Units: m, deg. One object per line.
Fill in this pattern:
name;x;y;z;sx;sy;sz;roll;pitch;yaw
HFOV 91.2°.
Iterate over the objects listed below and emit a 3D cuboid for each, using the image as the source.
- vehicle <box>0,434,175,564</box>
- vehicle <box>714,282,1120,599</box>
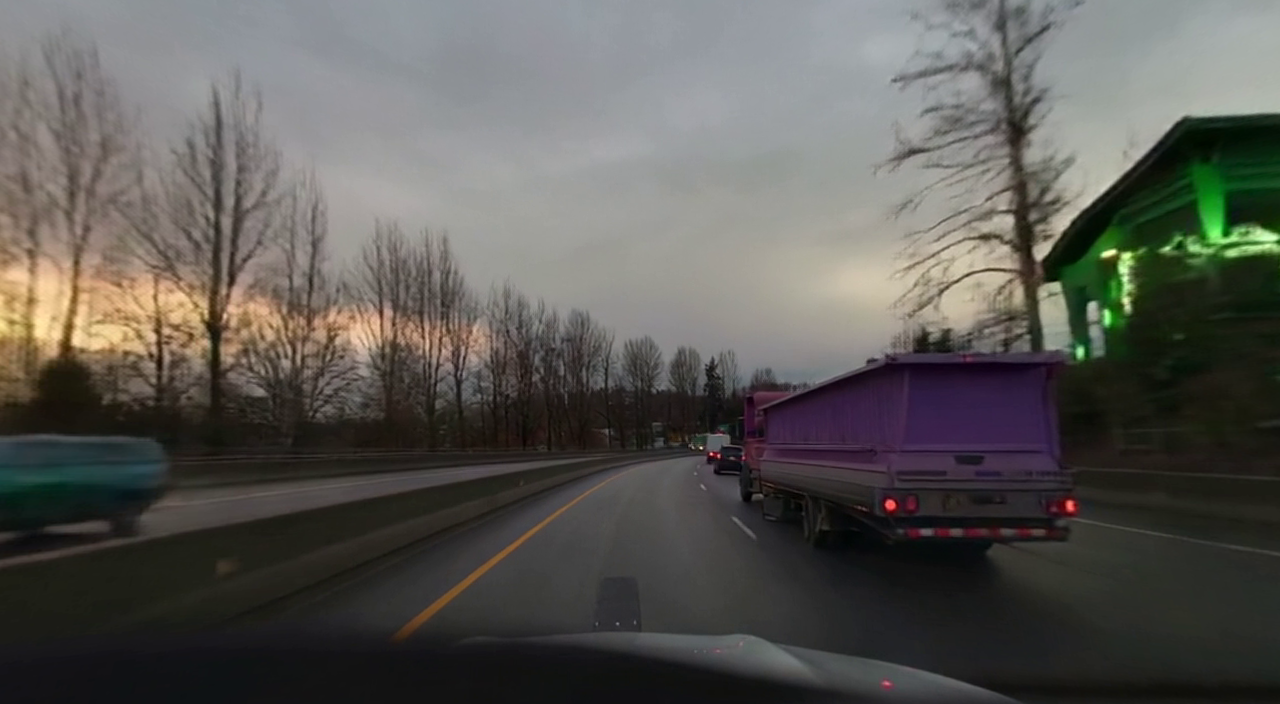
vehicle;-8.638;1.821;7.876;1.962;1.539;4.572;-1;-9;2
vehicle;3.914;2.038;14.301;2.916;3.563;14.462;0;-9;1
